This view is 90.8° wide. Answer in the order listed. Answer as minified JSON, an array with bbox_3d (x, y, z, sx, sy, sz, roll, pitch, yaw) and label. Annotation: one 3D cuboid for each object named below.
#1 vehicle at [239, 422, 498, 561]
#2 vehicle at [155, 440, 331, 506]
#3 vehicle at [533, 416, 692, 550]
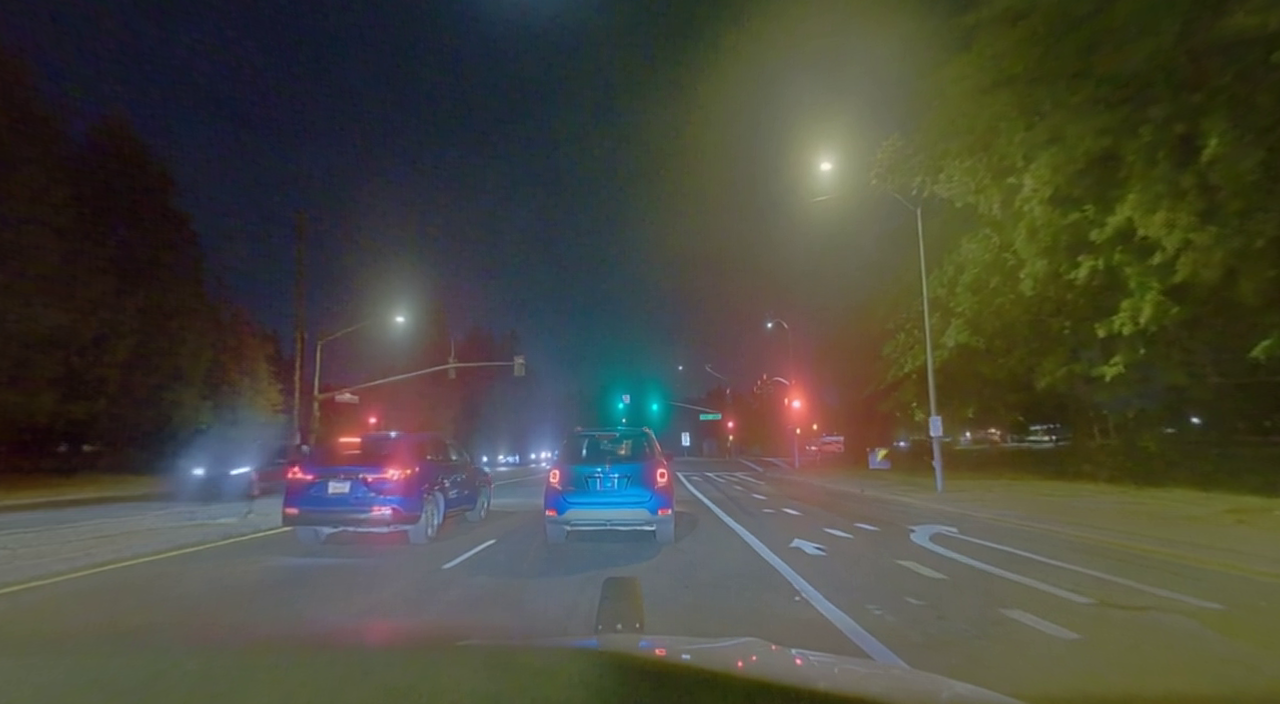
[{"bbox_3d":[-3.823,2.038,9.988,2.009,1.673,4.454,0,-8,2],"label":"vehicle"},{"bbox_3d":[-11.216,3.420,18.365,2.070,1.635,4.559,0,-8,1],"label":"vehicle"},{"bbox_3d":[-0.330,2.145,11.103,2.131,1.793,5.016,0,-8,1],"label":"vehicle"}]
